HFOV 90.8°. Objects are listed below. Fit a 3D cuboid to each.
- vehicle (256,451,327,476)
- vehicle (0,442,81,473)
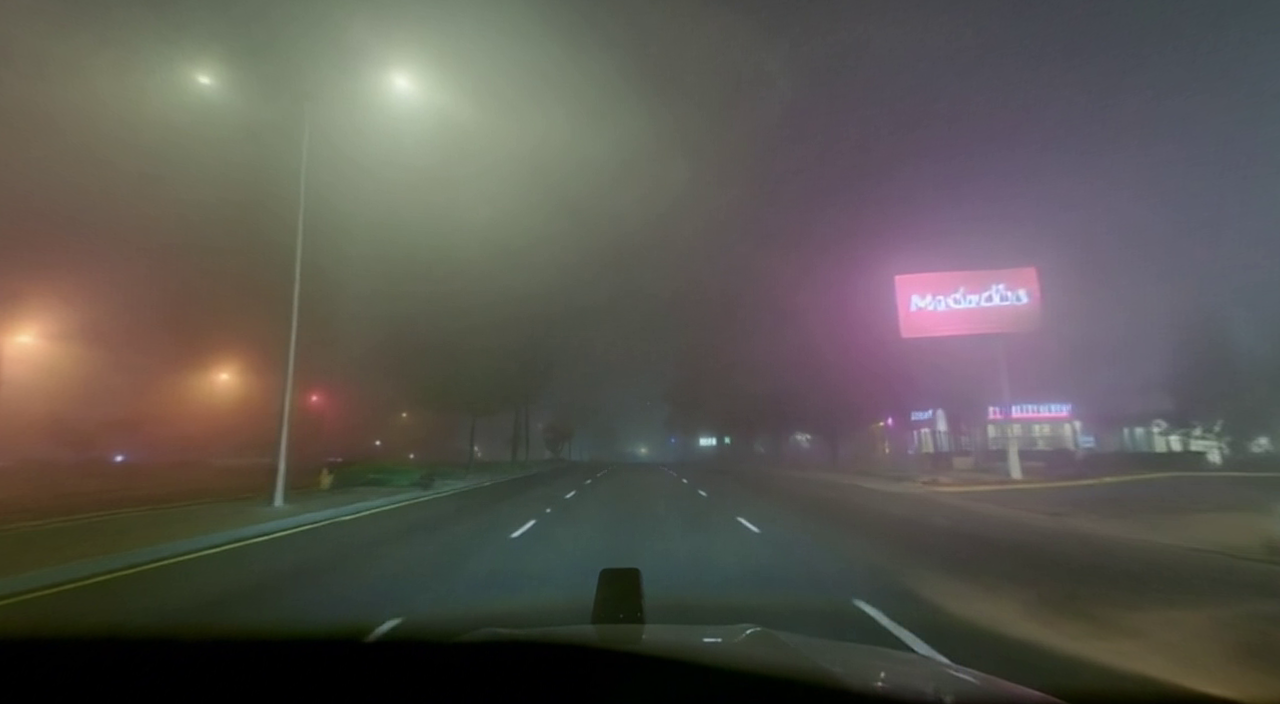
[{"bbox_3d":[-22.592,7.215,41.154,1.864,1.510,4.664,0,-8,2],"label":"vehicle"},{"bbox_3d":[-33.375,5.668,34.033,4.506,1.640,2.033,0,-8,1],"label":"vehicle"}]
